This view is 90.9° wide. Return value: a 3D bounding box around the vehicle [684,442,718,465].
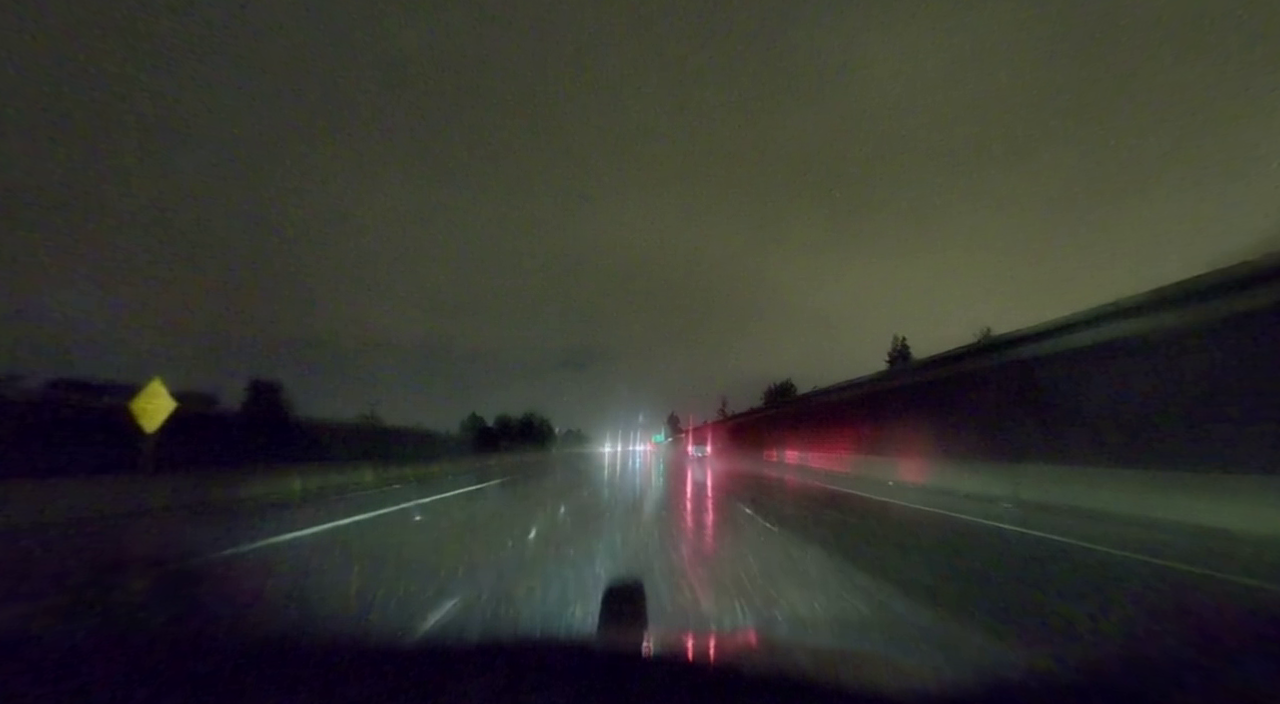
[{"bbox_3d":[4.232,7.110,44.479,2.003,1.520,4.058,0,-8,0],"label":"vehicle"}]
